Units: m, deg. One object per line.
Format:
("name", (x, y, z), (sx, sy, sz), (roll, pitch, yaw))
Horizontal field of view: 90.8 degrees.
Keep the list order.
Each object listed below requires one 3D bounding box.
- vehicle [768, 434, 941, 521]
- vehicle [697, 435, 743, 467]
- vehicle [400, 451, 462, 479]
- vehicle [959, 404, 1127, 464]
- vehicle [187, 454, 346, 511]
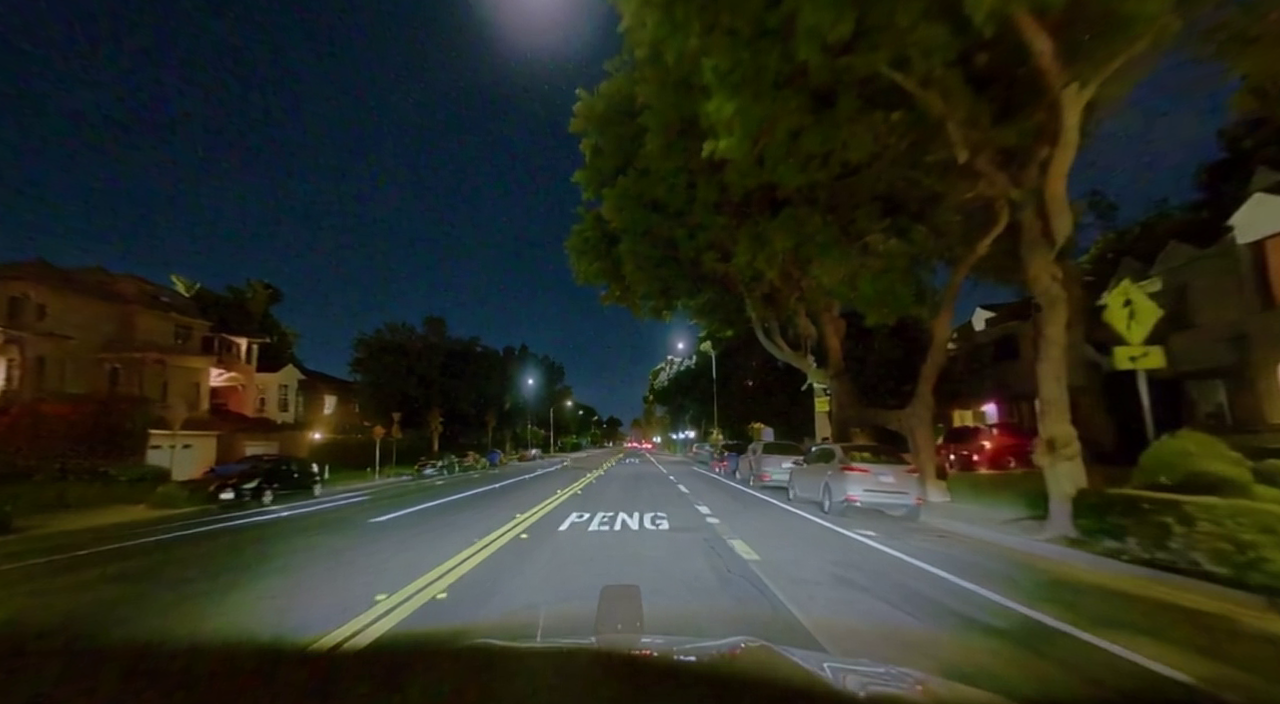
("vehicle", (4.378, 2.629, 13.823), (1.920, 1.541, 4.709), (0, -9, -3))
("vehicle", (4.534, 5.712, 36.496), (1.993, 1.743, 4.525), (0, -9, 0))
("vehicle", (-11.581, 6.267, 35.294), (1.867, 1.452, 4.331), (-1, -9, 1))
("vehicle", (13.282, 2.755, 21.054), (4.180, 1.707, 2.083), (2, -9, 0))
("vehicle", (-11.442, 3.982, 19.838), (2.079, 1.509, 4.591), (-1, -9, 2))
